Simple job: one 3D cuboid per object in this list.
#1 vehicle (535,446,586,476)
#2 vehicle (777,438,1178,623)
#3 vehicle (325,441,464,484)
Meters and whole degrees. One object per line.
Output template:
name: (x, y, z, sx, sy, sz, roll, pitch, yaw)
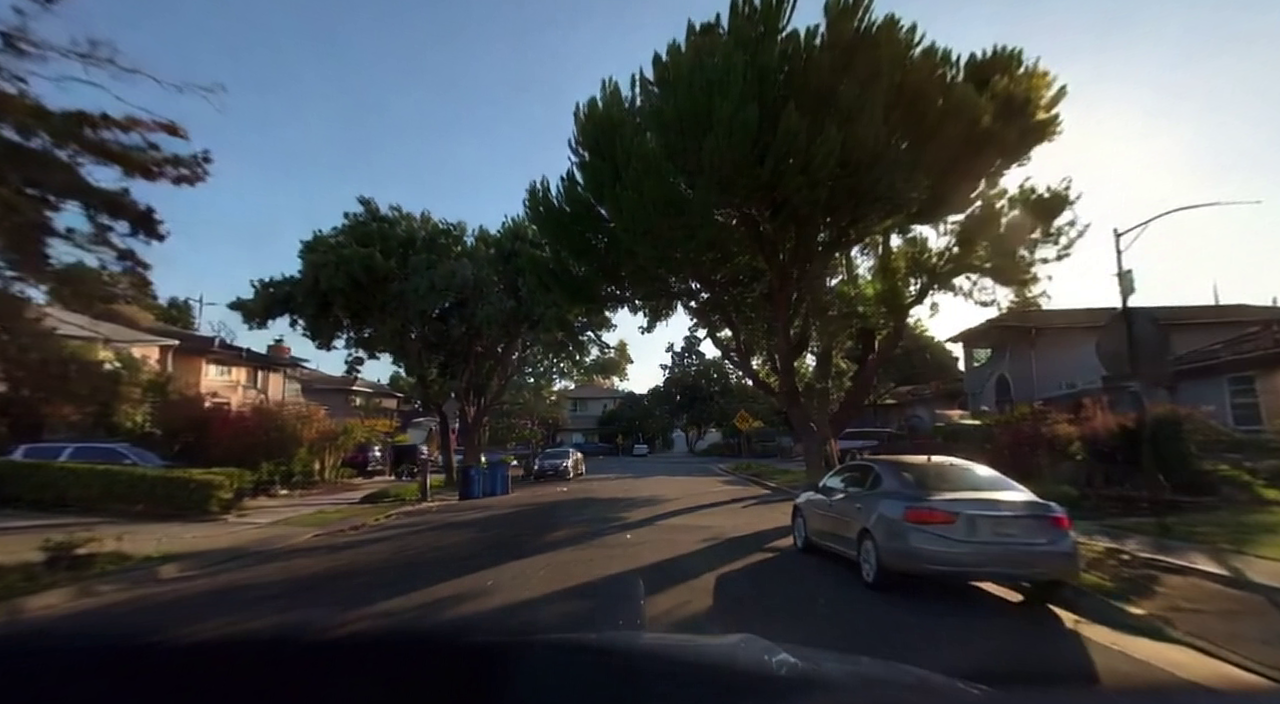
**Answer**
vehicle: (-4.201, 5.829, 34.087, 1.987, 1.459, 4.473, -1, -8, 2)
vehicle: (3.107, 1.710, 7.136, 2.043, 1.411, 4.331, 0, -8, -2)
vehicle: (-10.154, 4.595, 26.409, 4.933, 1.547, 2.125, -2, -8, 1)
